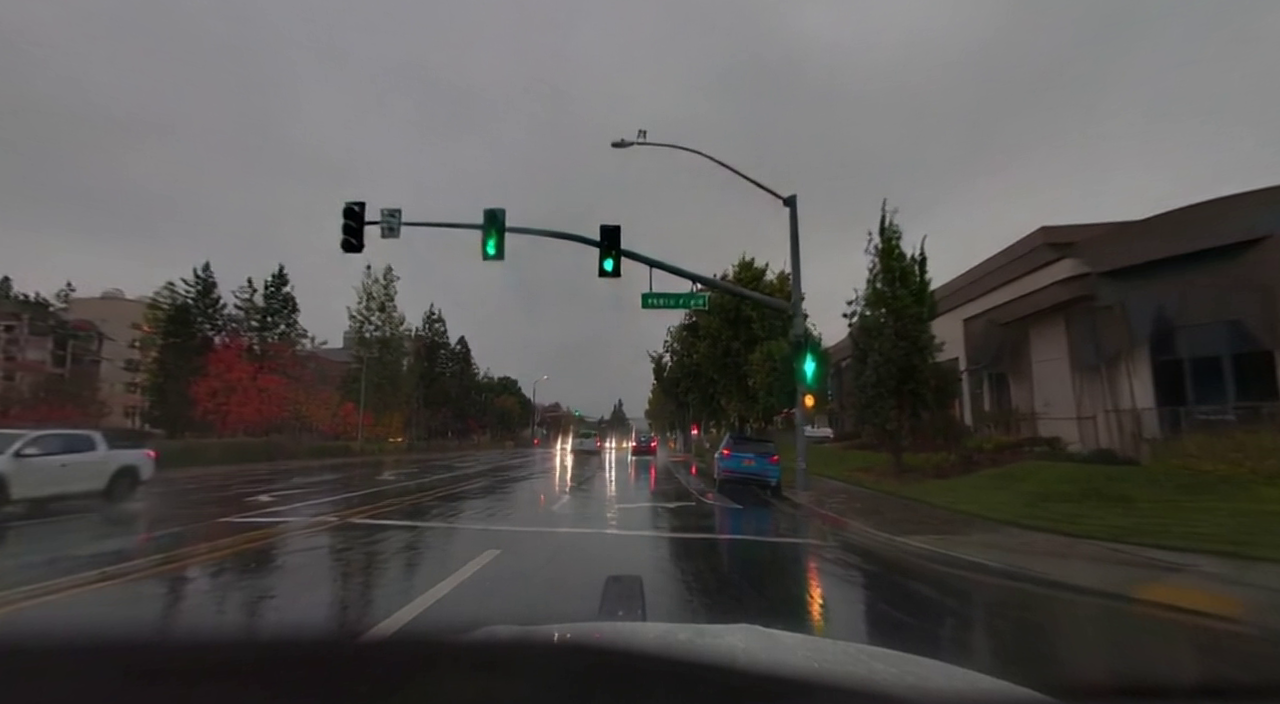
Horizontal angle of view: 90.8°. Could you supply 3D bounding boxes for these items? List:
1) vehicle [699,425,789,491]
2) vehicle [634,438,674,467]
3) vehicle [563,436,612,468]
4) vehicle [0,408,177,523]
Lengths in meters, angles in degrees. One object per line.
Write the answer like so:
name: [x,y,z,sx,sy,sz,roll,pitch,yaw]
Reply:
vehicle: [3.164,3.362,20.365,2.175,1.850,5.118,0,-8,2]
vehicle: [0.791,5.520,34.961,2.085,1.475,3.976,0,-8,2]
vehicle: [-2.564,5.011,31.901,1.921,1.477,4.083,-1,-8,3]
vehicle: [-11.998,2.151,12.225,2.260,1.921,4.902,0,-8,1]
